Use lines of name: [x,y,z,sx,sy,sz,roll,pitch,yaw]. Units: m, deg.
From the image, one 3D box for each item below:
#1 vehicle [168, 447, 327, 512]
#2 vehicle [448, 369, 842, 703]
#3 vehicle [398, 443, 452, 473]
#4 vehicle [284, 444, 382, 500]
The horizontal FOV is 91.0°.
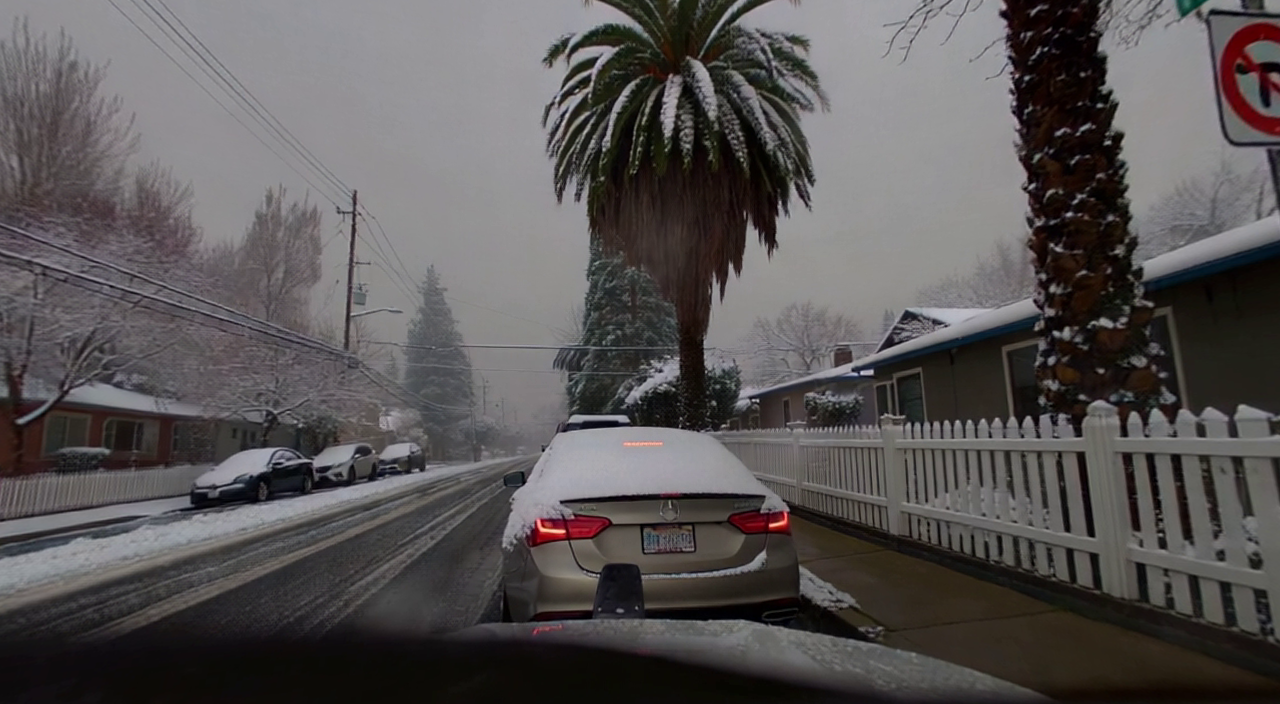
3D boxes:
vehicle: [-11.379,3.662,18.797,2.017,1.627,5.039,1,-8,-7]
vehicle: [-0.134,1.215,4.992,1.894,1.695,3.795,1,-8,-6]
vehicle: [-13.131,6.475,38.717,2.060,1.689,4.999,1,-8,-7]
vehicle: [-12.131,4.716,25.254,2.048,1.485,4.757,-4,-4,-7]
